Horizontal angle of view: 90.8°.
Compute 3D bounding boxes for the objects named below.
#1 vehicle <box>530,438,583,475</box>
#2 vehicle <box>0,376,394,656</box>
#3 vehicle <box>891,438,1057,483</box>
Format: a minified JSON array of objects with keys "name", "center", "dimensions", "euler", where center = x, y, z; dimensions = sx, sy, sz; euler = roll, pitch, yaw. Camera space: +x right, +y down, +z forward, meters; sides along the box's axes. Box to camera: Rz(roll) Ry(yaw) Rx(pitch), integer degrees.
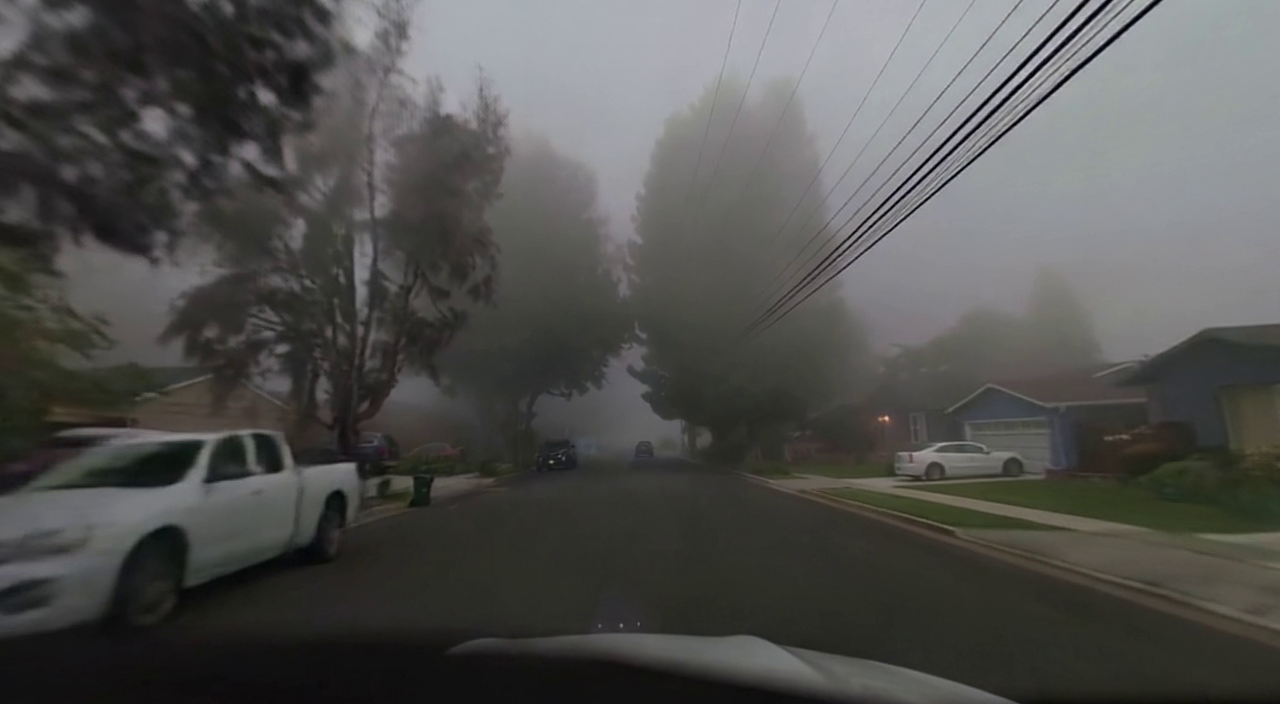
[{"name":"vehicle","center":[-4.466,5.634,34.400],"dimensions":[2.207,1.669,4.363],"euler":[-4,-7,1]},{"name":"vehicle","center":[-4.668,1.390,6.706],"dimensions":[2.164,1.810,5.044],"euler":[1,-8,-2]},{"name":"vehicle","center":[11.860,3.860,22.685],"dimensions":[4.700,1.441,2.167],"euler":[-1,-8,-1]}]
